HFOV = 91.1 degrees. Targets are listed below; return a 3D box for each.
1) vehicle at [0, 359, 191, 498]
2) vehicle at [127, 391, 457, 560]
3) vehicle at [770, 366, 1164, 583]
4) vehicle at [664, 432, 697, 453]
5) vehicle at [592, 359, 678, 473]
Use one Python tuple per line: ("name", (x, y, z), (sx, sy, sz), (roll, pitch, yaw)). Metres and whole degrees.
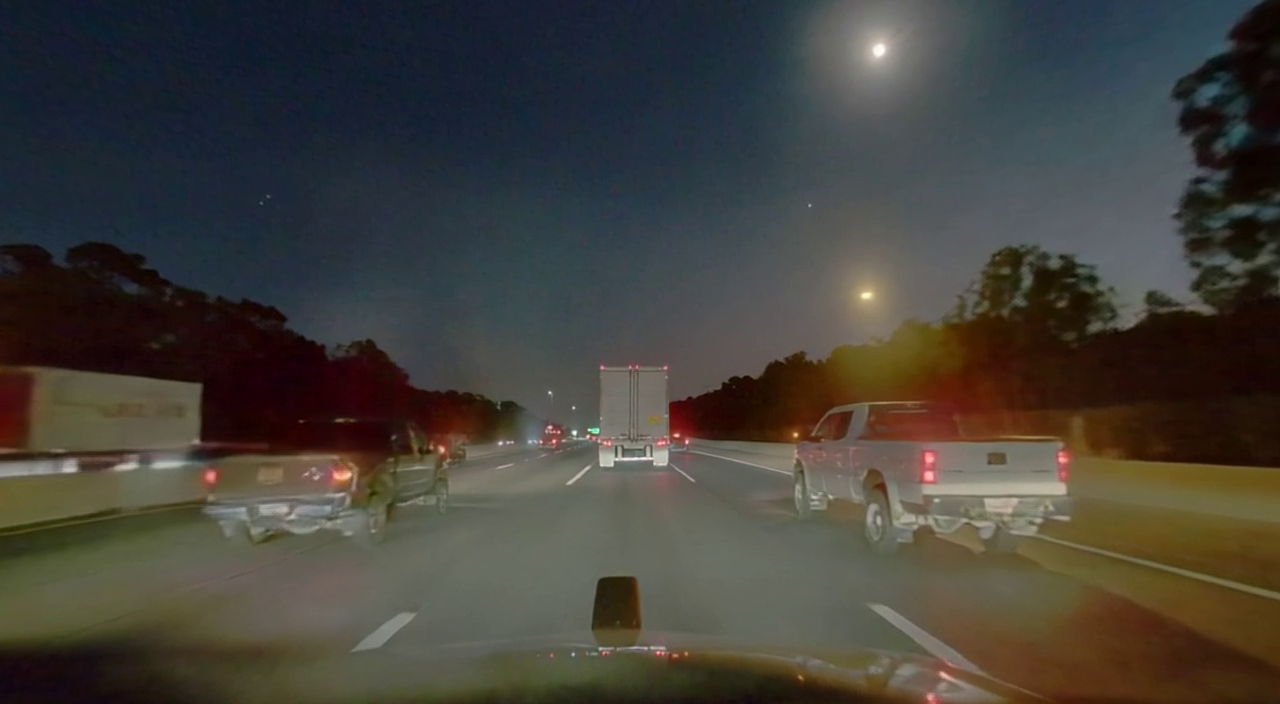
("vehicle", (-19.992, 2.584, 20.903), (2.974, 3.945, 9.859), (0, -8, -1))
("vehicle", (-4.282, 1.585, 8.825), (2.134, 1.752, 4.375), (0, -8, -1))
("vehicle", (3.310, 1.363, 7.871), (2.118, 1.832, 4.901), (0, -8, -3))
("vehicle", (3.121, 7.121, 49.616), (2.044, 1.508, 4.716), (0, -8, -3))
("vehicle", (-0.503, 2.881, 26.790), (2.904, 3.915, 10.473), (0, -8, -4))
